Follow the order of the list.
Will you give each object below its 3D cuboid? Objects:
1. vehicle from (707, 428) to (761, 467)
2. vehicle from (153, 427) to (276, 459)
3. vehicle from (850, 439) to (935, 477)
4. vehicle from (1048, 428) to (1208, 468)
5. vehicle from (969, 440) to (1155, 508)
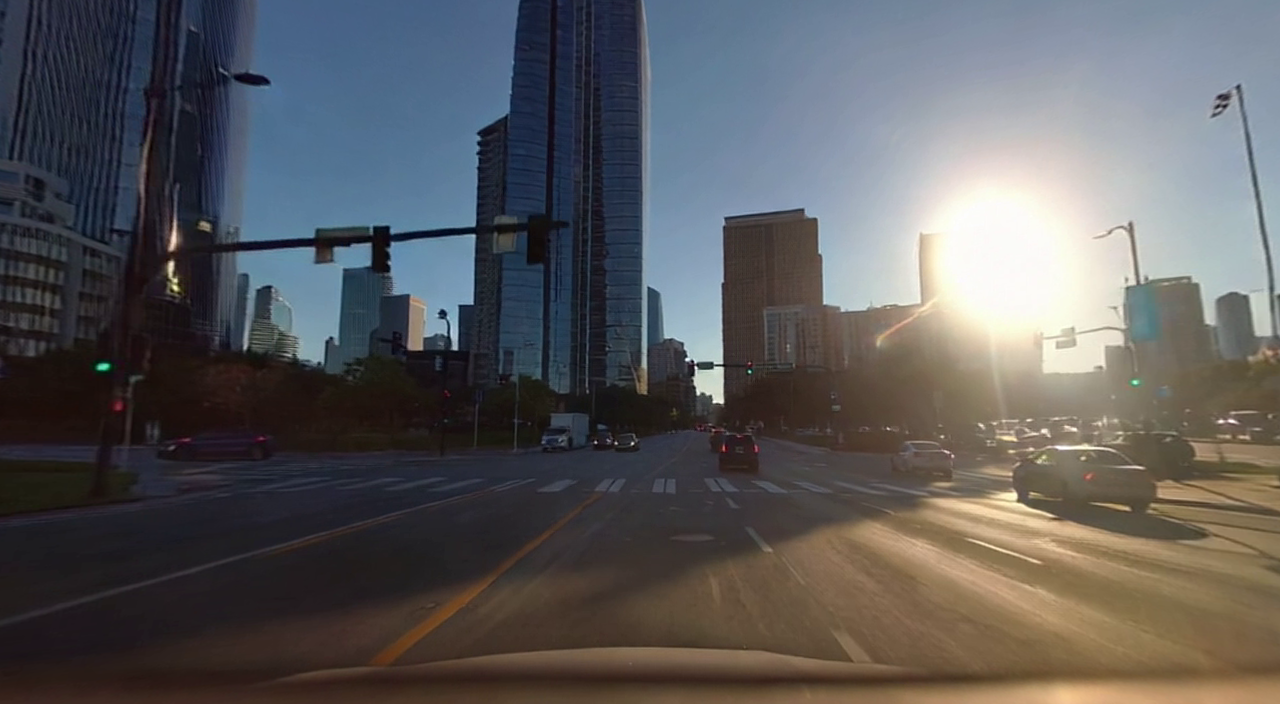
[{"bbox_3d":[4.621,4.817,31.640,2.203,1.801,4.331,0,-9,2],"label":"vehicle"},{"bbox_3d":[-21.617,4.631,32.027,4.856,1.528,2.053,-1,-8,3],"label":"vehicle"},{"bbox_3d":[10.554,4.457,26.642,1.860,1.460,4.379,0,-8,1],"label":"vehicle"},{"bbox_3d":[25.436,5.051,32.946,6.170,1.978,2.399,0,-10,2],"label":"vehicle"},{"bbox_3d":[10.452,3.019,16.043,1.896,1.463,4.296,0,-8,3],"label":"vehicle"}]
